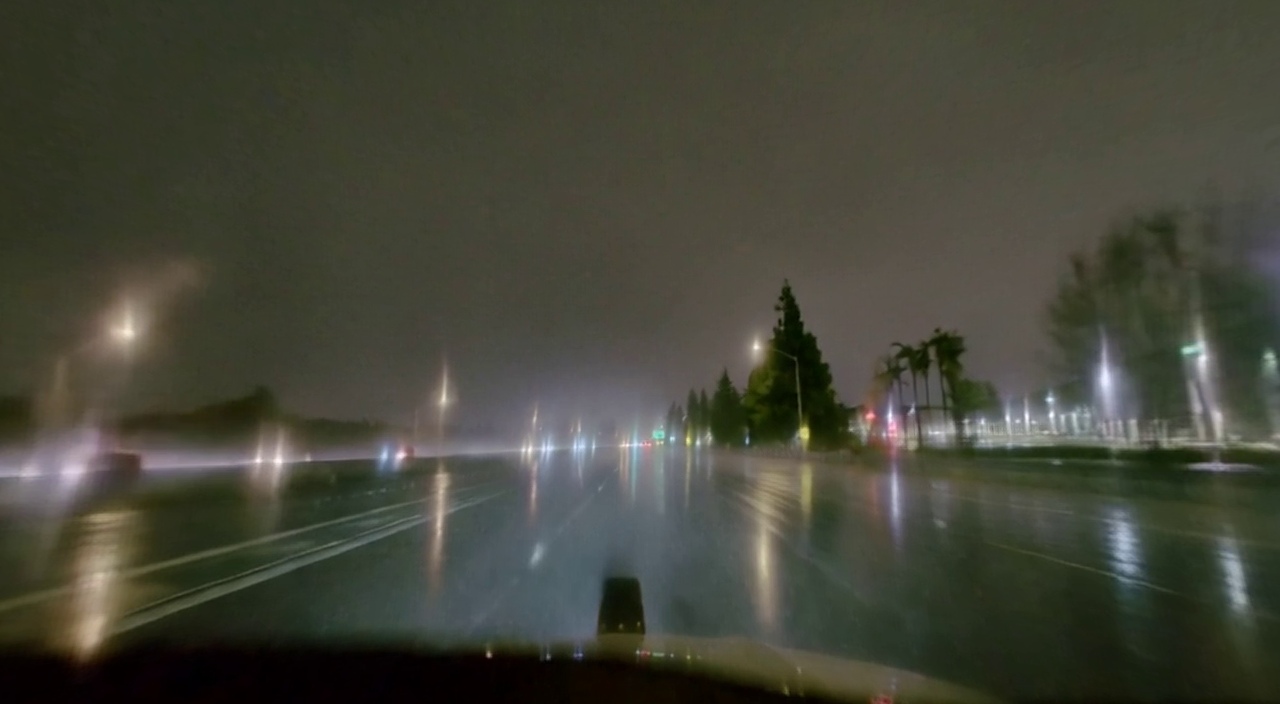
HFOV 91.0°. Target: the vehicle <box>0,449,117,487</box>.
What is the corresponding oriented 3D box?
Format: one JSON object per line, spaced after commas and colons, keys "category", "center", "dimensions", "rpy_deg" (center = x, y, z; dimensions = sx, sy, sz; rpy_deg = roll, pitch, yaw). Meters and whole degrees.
{"category": "vehicle", "center": [-25.544, 4.969, 27.372], "dimensions": [1.837, 1.492, 4.280], "rpy_deg": [0, -9, 1]}
